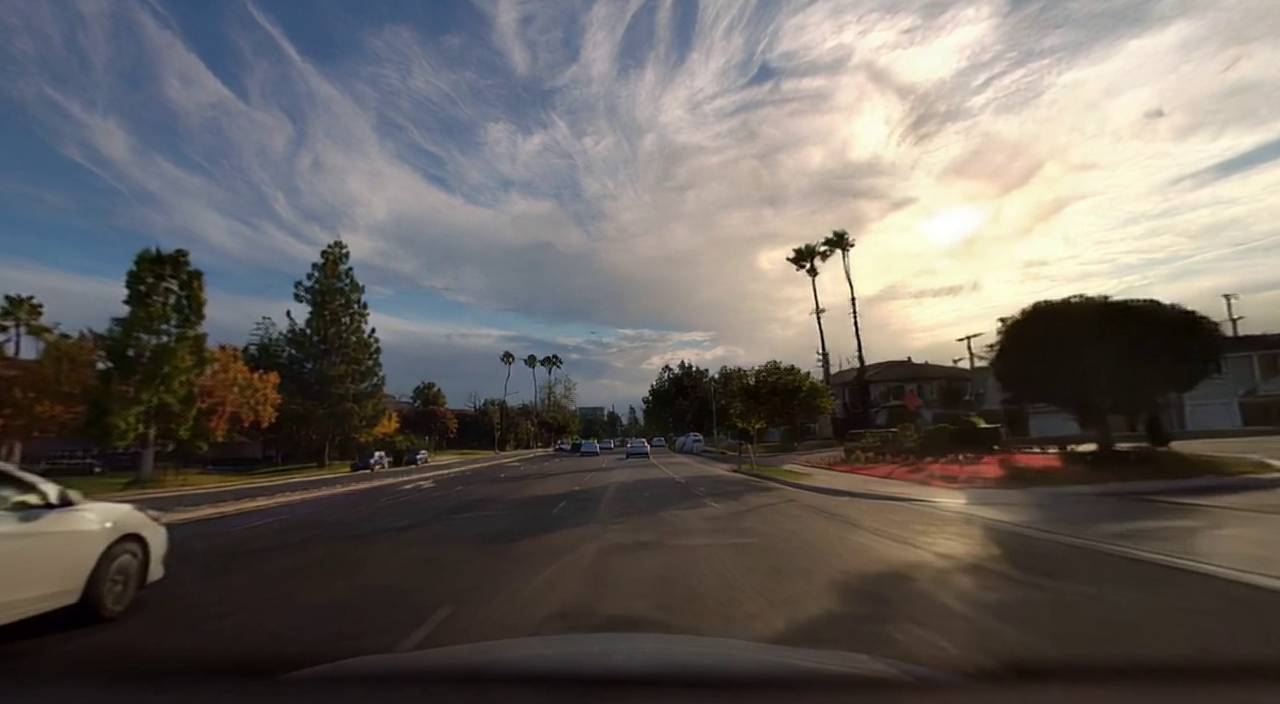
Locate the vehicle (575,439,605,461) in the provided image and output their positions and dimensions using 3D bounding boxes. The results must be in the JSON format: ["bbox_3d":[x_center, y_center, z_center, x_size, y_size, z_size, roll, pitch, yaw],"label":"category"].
[{"bbox_3d":[-3.729,7.319,47.381,2.000,1.569,3.794,0,-8,-1],"label":"vehicle"}]

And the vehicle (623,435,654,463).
[{"bbox_3d":[-0.161,6.610,43.146,2.043,1.734,4.253,0,-8,-1],"label":"vehicle"}]

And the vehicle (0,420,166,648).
[{"bbox_3d":[-4.964,1.051,3.231,1.844,1.451,4.543,1,-8,-5],"label":"vehicle"}]

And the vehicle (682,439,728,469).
[{"bbox_3d":[3.341,5.320,33.115,1.830,1.451,4.009,0,-8,-2],"label":"vehicle"}]
